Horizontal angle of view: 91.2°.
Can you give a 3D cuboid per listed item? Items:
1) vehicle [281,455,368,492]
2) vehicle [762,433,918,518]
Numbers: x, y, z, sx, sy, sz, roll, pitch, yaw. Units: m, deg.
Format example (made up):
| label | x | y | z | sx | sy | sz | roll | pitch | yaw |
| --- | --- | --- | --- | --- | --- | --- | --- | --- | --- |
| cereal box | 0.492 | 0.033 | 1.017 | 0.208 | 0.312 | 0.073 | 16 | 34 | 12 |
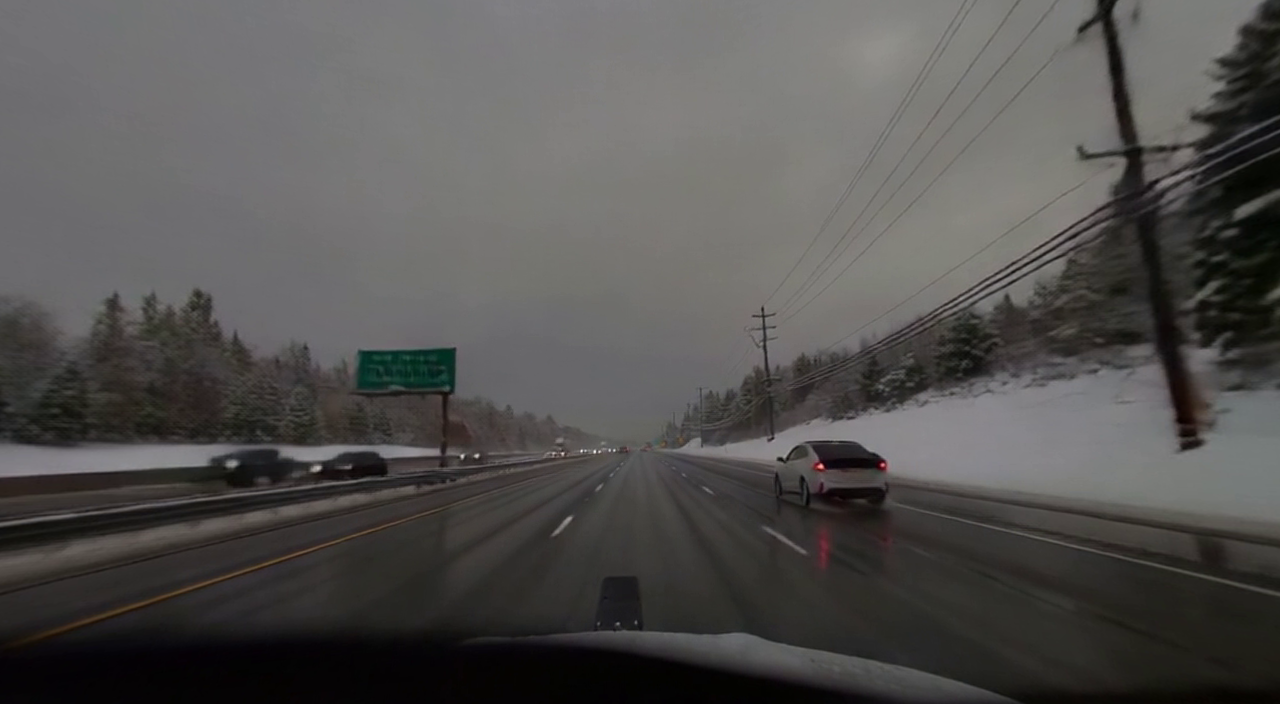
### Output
| label | x | y | z | sx | sy | sz | roll | pitch | yaw |
| --- | --- | --- | --- | --- | --- | --- | --- | --- | --- |
| vehicle | -14.877 | 5.726 | 29.820 | 2.032 | 1.541 | 4.080 | 0 | -9 | 0 |
| vehicle | 4.158 | 2.642 | 13.858 | 2.054 | 1.565 | 4.089 | 0 | -9 | -1 |
